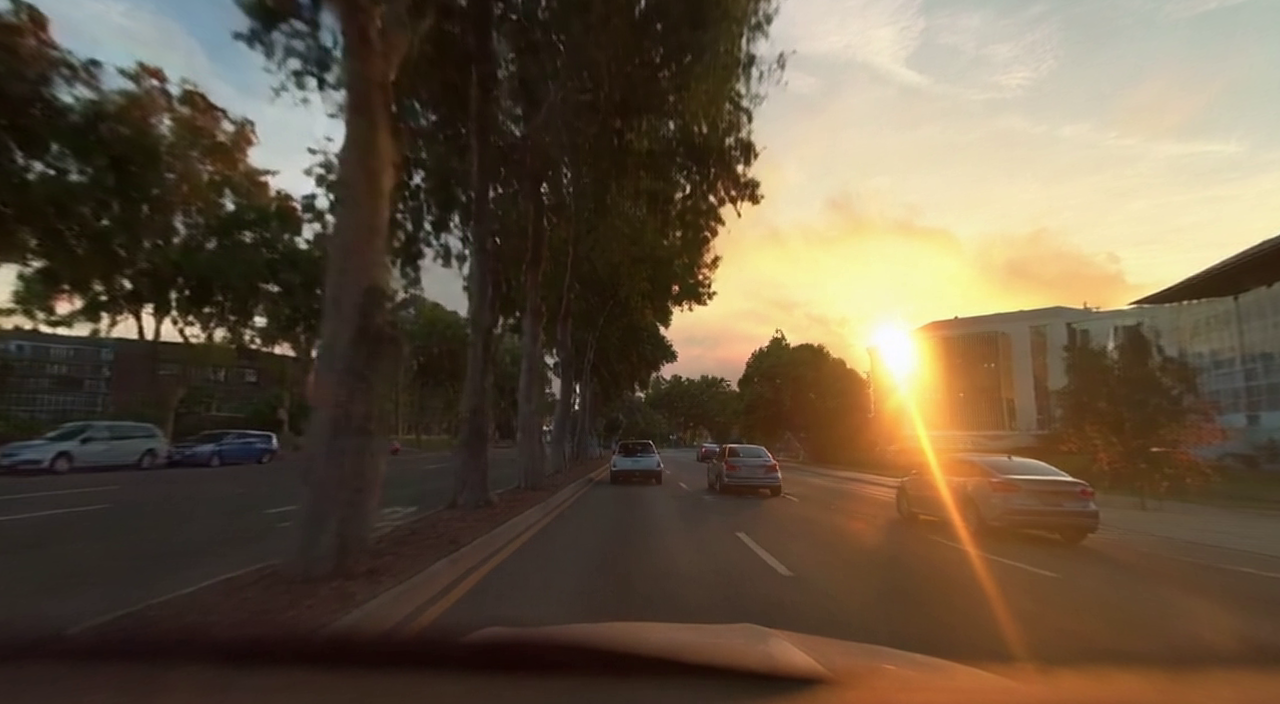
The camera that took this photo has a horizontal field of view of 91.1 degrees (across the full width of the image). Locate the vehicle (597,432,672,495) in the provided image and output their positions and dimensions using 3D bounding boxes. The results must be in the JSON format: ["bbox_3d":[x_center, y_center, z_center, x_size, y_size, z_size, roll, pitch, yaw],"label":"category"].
[{"bbox_3d":[-0.150,3.351,19.188,2.008,1.674,4.239,0,-8,0],"label":"vehicle"}]

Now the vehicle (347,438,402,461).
[{"bbox_3d":[-18.854,6.949,44.845,1.851,1.477,4.891,0,-8,0],"label":"vehicle"}]

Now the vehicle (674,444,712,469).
[{"bbox_3d":[3.369,6.735,40.692,2.012,1.462,4.163,0,-8,-1],"label":"vehicle"}]

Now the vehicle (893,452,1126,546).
[{"bbox_3d":[6.898,2.747,12.420,1.944,1.458,4.268,0,-8,-1],"label":"vehicle"}]

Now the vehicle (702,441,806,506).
[{"bbox_3d":[2.899,3.166,16.902,1.932,1.510,4.168,0,-8,-1],"label":"vehicle"}]

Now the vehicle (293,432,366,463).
[{"bbox_3d":[-19.013,5.891,38.723,1.903,1.768,4.985,0,-8,0],"label":"vehicle"}]

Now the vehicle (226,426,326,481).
[{"bbox_3d":[-12.332,3.460,21.603,2.161,1.642,4.587,3,-9,-20],"label":"vehicle"}]

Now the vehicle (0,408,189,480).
[{"bbox_3d":[-18.906,3.114,21.238,2.226,2.019,6.809,0,-8,0],"label":"vehicle"}]
